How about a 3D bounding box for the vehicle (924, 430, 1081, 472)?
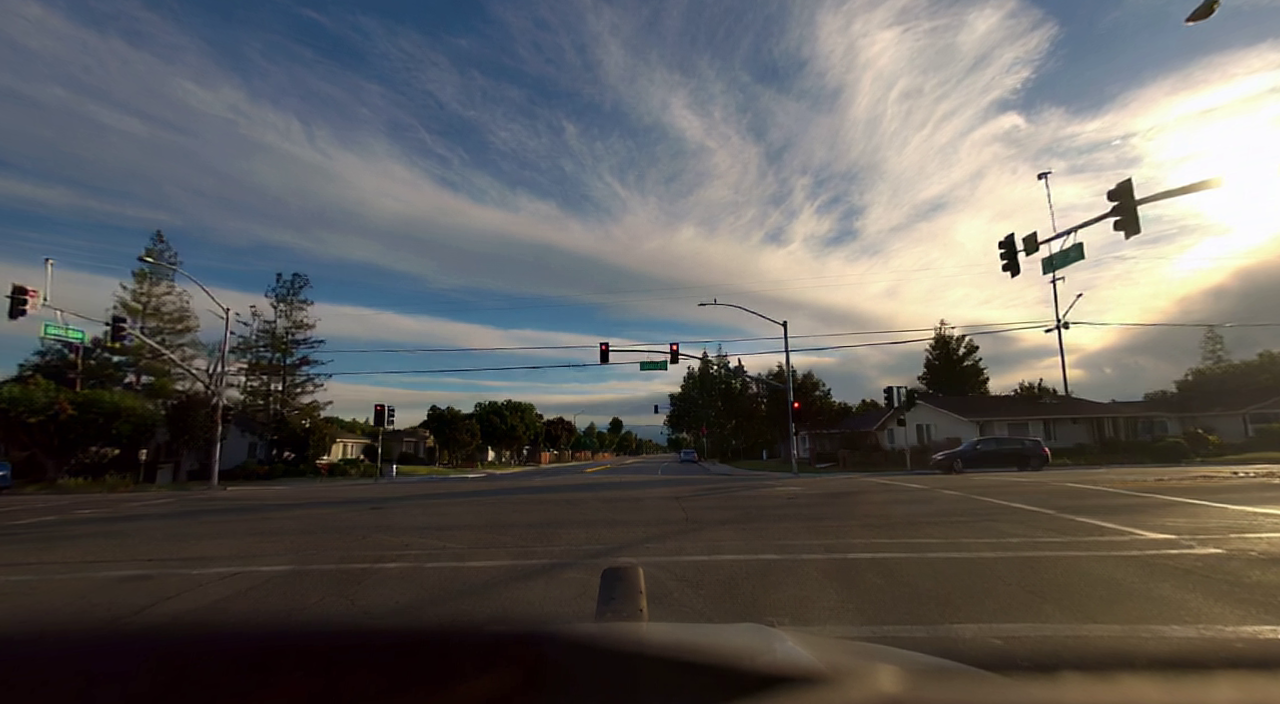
[{"bbox_3d":[13.057,3.584,22.872,4.562,1.460,1.822,0,-8,-1],"label":"vehicle"}]
